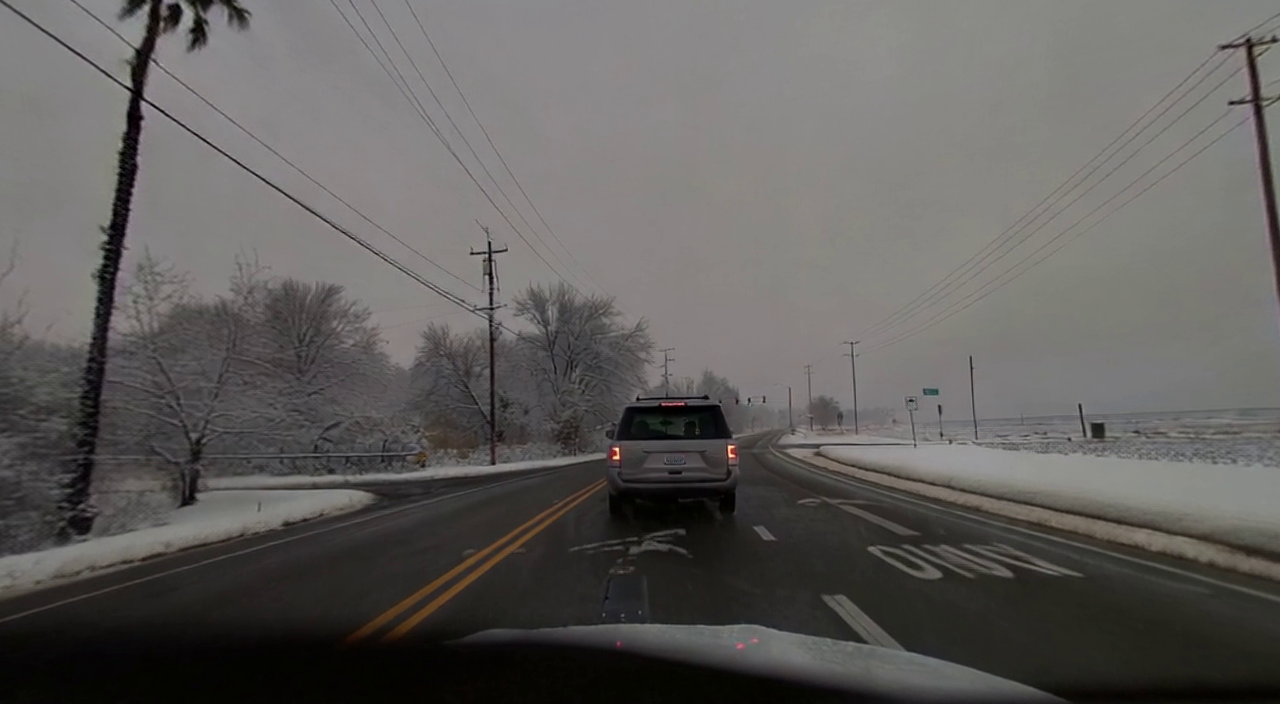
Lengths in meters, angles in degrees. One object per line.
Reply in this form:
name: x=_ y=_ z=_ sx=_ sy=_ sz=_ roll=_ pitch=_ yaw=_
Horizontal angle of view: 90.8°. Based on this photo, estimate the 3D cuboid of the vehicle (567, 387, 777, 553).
vehicle: x=0.322 y=1.650 z=9.462 sx=2.364 sy=1.859 sz=4.538 roll=0 pitch=-8 yaw=-1
